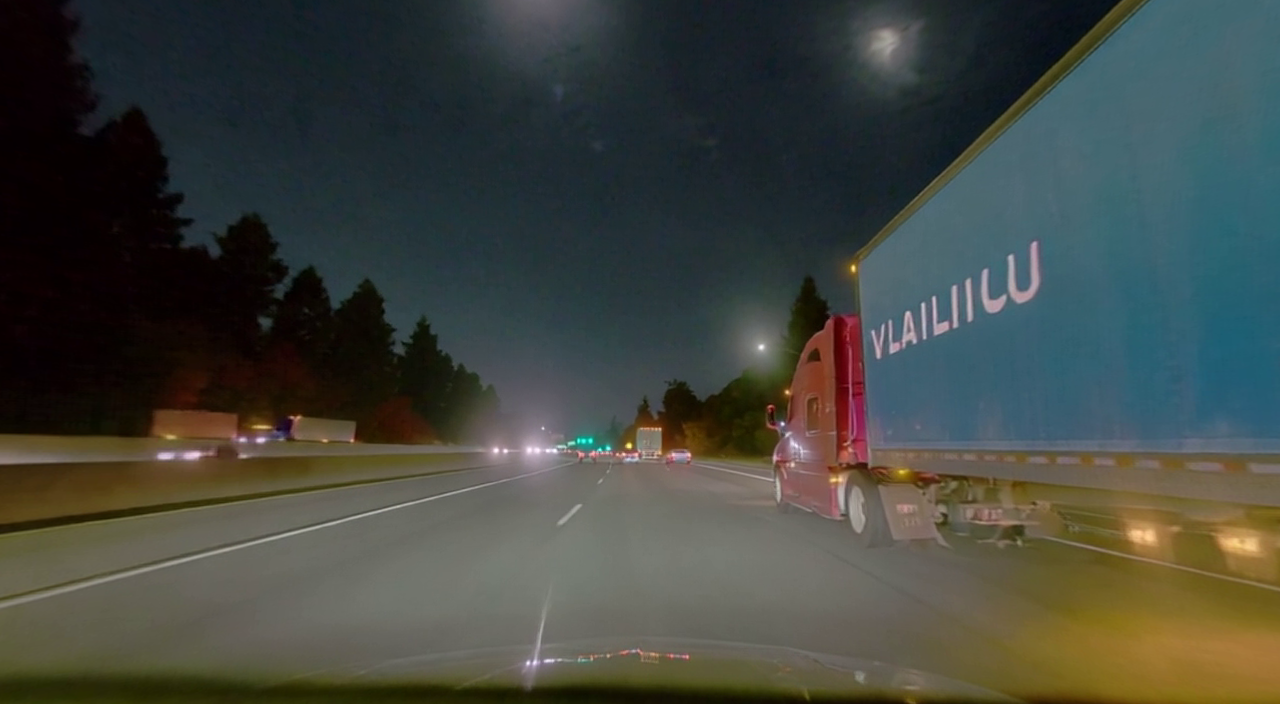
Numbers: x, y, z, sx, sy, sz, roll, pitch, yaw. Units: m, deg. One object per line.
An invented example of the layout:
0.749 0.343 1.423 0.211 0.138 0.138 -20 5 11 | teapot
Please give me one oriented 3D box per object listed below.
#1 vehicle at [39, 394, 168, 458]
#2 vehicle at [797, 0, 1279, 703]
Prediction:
-35.304 5.022 41.826 2.899 3.870 6.026 -1 -9 3 | vehicle
4.277 -0.112 3.489 2.847 4.075 14.244 0 -9 -1 | vehicle
